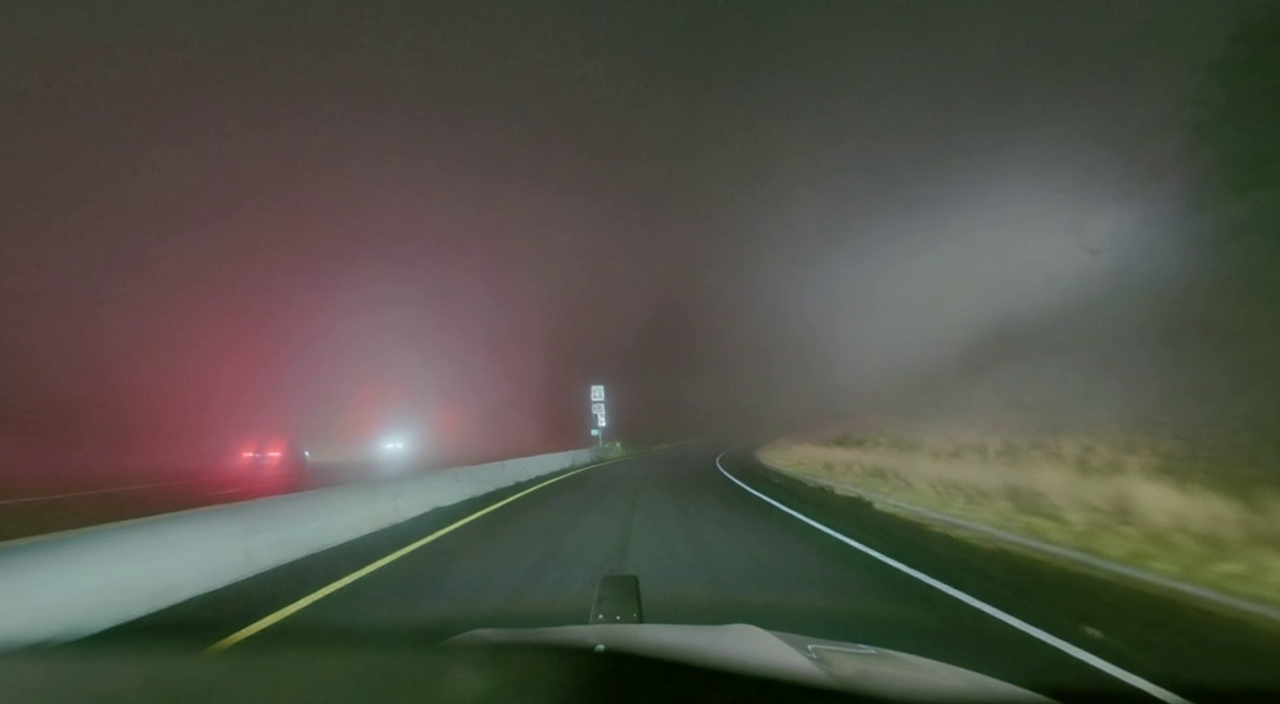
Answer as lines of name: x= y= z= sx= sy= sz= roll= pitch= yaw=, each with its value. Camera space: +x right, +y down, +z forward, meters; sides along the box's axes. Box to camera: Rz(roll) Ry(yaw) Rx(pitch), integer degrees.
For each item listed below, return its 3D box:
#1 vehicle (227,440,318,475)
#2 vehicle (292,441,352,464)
vehicle: x=-16.787 y=4.806 z=28.968 sx=1.895 sy=1.451 sz=4.168 roll=0 pitch=-8 yaw=-4
vehicle: x=-21.672 y=6.851 z=43.105 sx=1.880 sy=1.509 sz=4.775 roll=0 pitch=-8 yaw=-4
